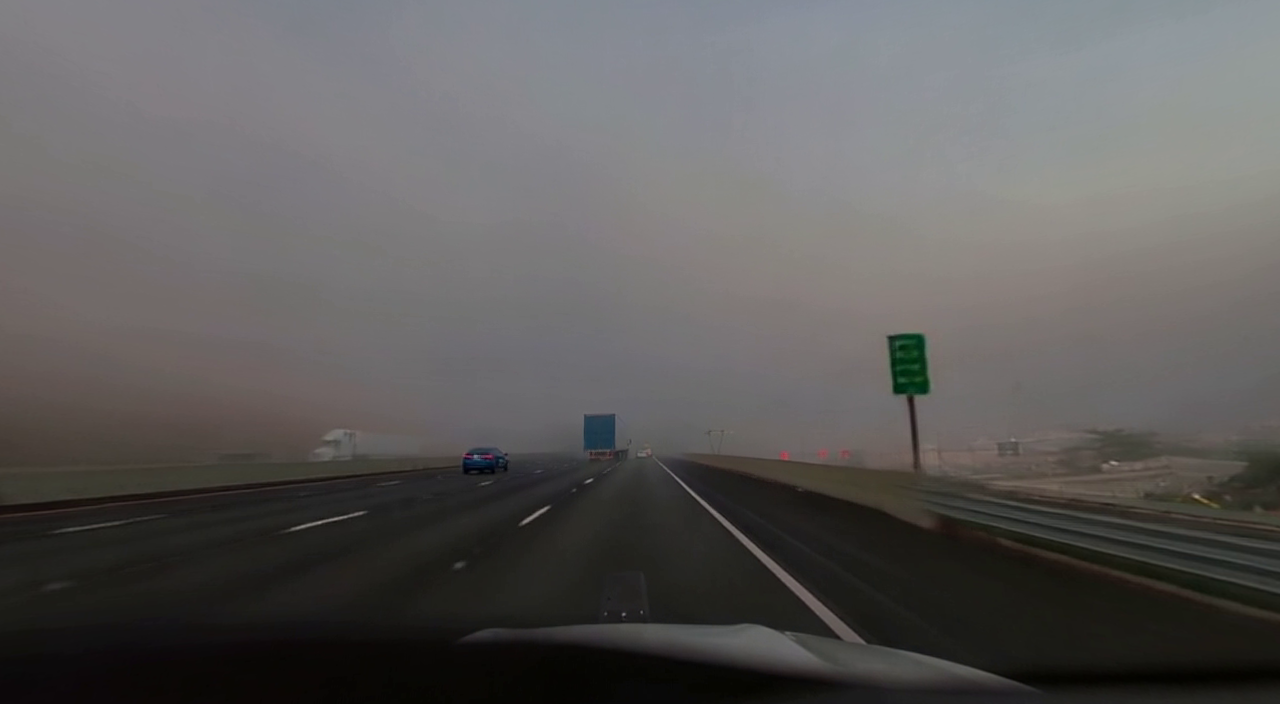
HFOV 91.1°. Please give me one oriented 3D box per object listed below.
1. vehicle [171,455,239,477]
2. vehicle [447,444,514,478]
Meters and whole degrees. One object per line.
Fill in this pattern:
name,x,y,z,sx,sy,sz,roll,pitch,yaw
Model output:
vehicle,-31.123,8.138,45.036,1.814,1.421,4.156,-1,-8,2
vehicle,-7.550,5.188,30.157,1.901,1.467,4.629,-1,-8,1
